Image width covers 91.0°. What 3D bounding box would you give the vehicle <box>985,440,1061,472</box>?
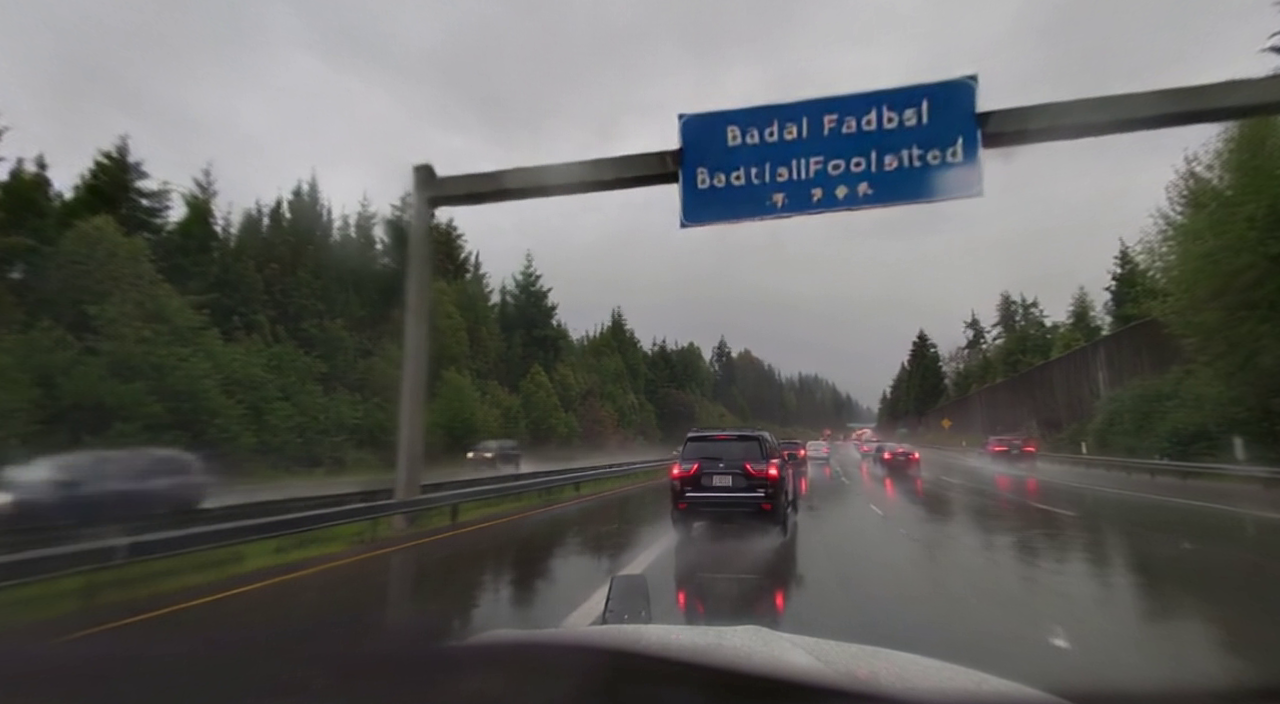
[{"bbox_3d":[19.149,5.183,31.699,1.990,1.478,4.475,-2,-9,14],"label":"vehicle"}]

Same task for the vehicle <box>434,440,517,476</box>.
[{"bbox_3d":[-8.471,5.492,32.994,1.989,1.703,4.959,-2,-9,14],"label":"vehicle"}]

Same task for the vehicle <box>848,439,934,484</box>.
[{"bbox_3d":[8.944,3.914,22.840,1.962,1.442,4.536,-2,-8,10],"label":"vehicle"}]

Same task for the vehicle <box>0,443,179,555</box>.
[{"bbox_3d":[-9.955,2.191,9.613,1.917,1.566,4.370,-2,-9,14],"label":"vehicle"}]

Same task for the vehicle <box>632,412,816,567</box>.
[{"bbox_3d":[1.392,1.785,8.973,2.021,1.635,4.085,-2,-9,14],"label":"vehicle"}]
